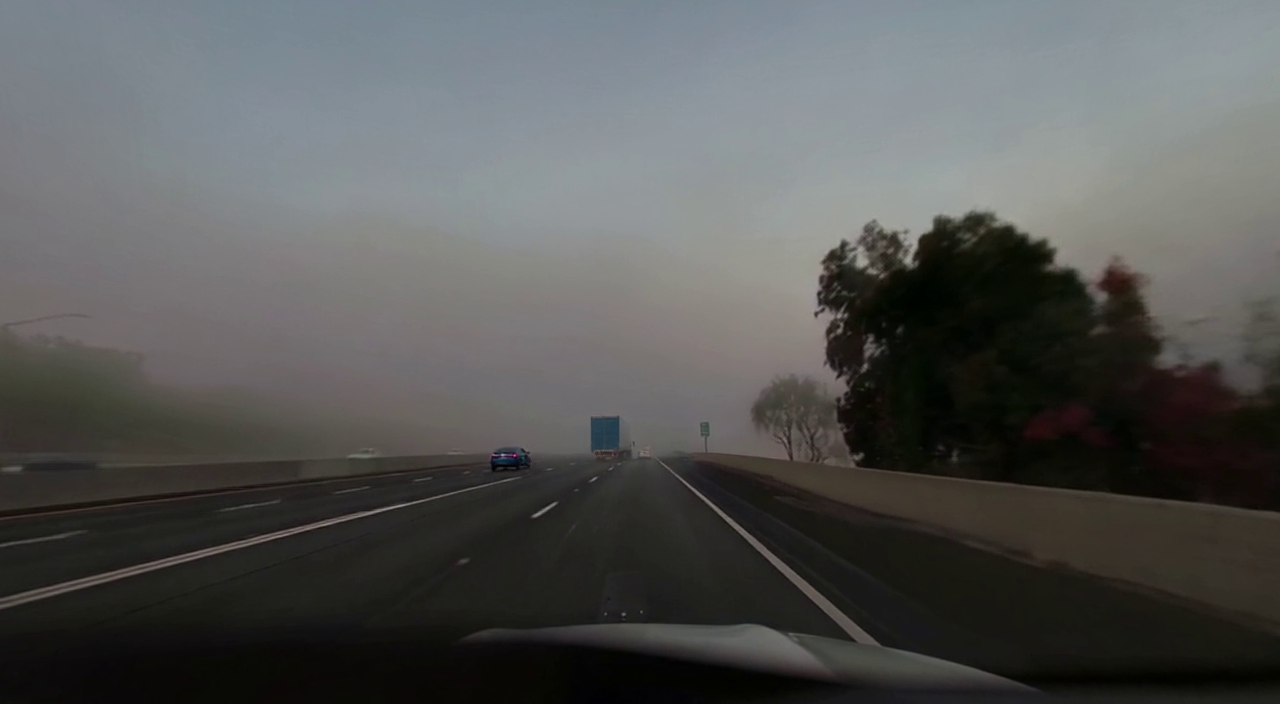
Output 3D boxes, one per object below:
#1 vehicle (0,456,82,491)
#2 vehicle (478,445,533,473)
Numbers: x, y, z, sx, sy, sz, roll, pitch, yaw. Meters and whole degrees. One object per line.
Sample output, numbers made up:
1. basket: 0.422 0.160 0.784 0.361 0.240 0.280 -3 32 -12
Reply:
1. vehicle: -29.176 5.673 29.509 1.792 1.433 4.360 0 -8 1
2. vehicle: -7.431 5.936 35.075 1.901 1.467 4.629 0 -8 2
